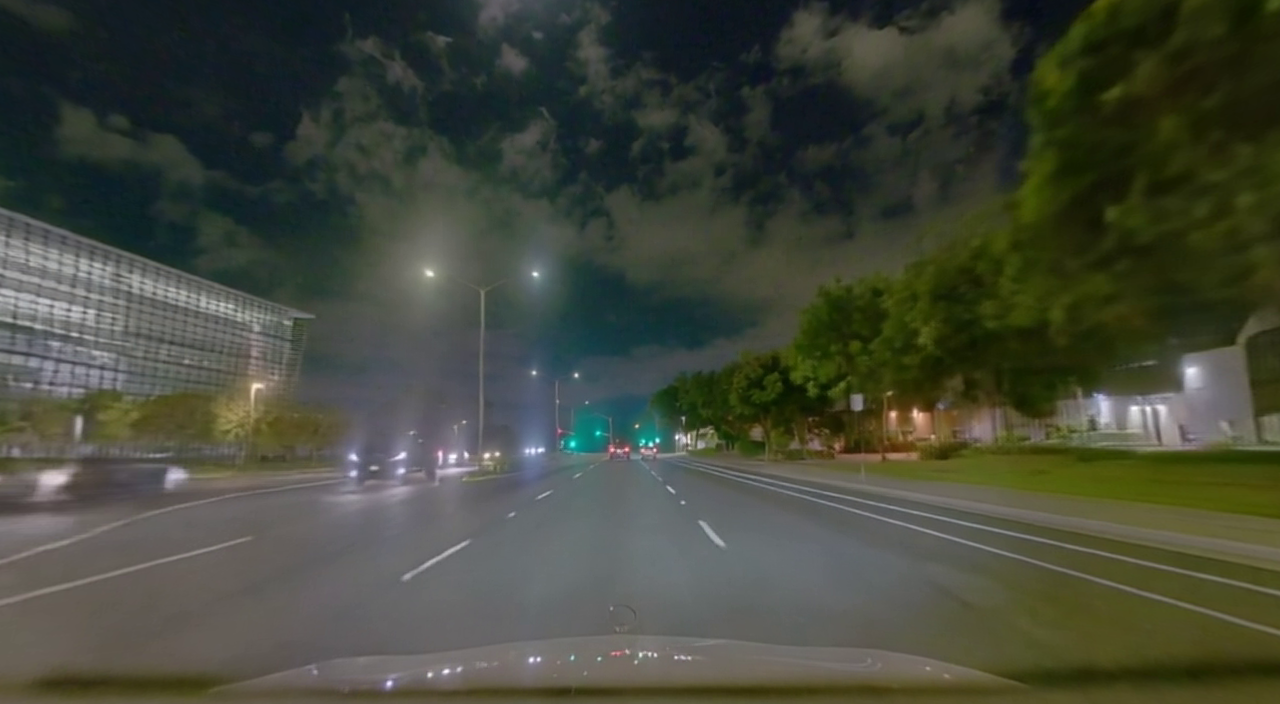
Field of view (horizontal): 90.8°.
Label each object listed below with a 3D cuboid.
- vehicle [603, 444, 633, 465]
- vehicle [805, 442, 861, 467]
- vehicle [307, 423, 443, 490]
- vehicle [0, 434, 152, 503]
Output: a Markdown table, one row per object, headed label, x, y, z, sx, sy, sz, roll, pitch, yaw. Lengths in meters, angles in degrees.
| label | x | y | z | sx | sy | sz | roll | pitch | yaw |
| --- | --- | --- | --- | --- | --- | --- | --- | --- | --- |
| vehicle | -1.642 | 7.484 | 46.435 | 2.080 | 1.445 | 4.096 | 0 | -8 | -3 |
| vehicle | 12.641 | 6.729 | 41.733 | 2.024 | 1.575 | 4.498 | 1 | -8 | -4 |
| vehicle | -8.908 | 3.601 | 22.020 | 2.631 | 1.990 | 5.787 | 1 | -9 | -5 |
| vehicle | -15.922 | 3.055 | 16.991 | 1.975 | 1.596 | 4.555 | 0 | -8 | -1 |
